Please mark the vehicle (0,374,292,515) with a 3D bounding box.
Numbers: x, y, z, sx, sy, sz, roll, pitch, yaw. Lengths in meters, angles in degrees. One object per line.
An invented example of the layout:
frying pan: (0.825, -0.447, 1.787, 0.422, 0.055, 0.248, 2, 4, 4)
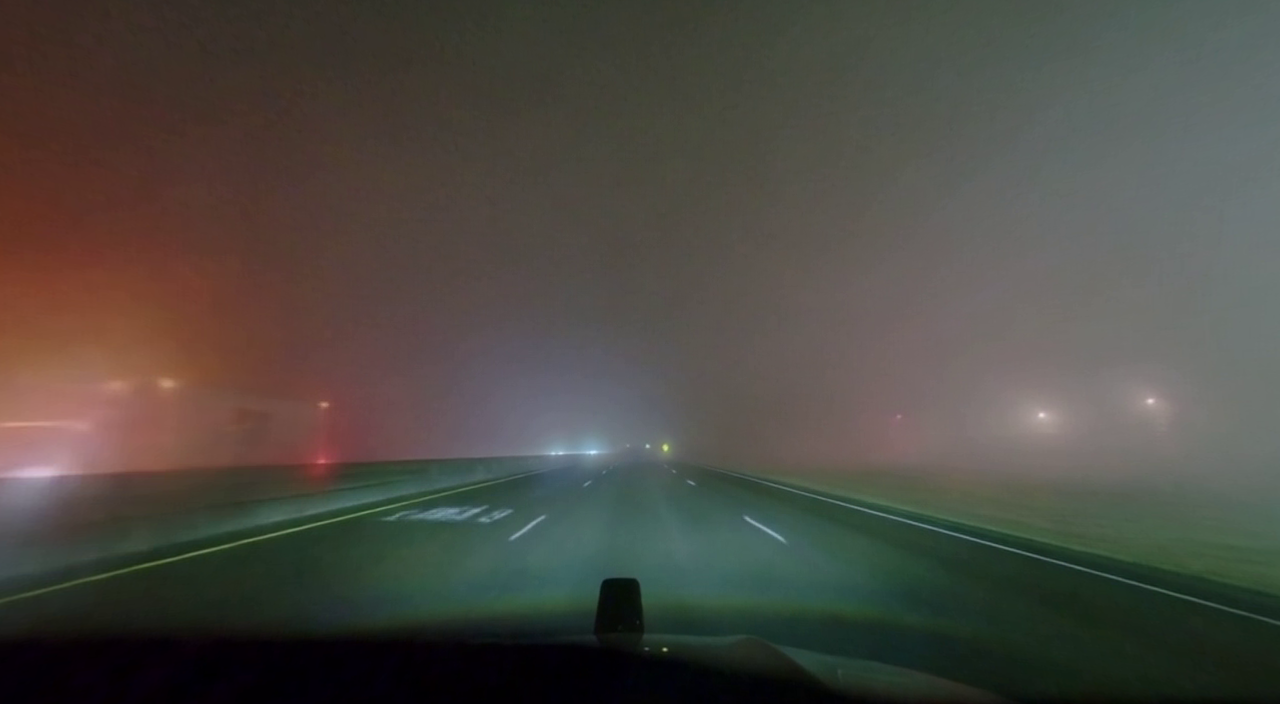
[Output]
vehicle: (-16.276, 3.224, 21.809, 2.929, 3.767, 9.589, 0, -9, 0)
